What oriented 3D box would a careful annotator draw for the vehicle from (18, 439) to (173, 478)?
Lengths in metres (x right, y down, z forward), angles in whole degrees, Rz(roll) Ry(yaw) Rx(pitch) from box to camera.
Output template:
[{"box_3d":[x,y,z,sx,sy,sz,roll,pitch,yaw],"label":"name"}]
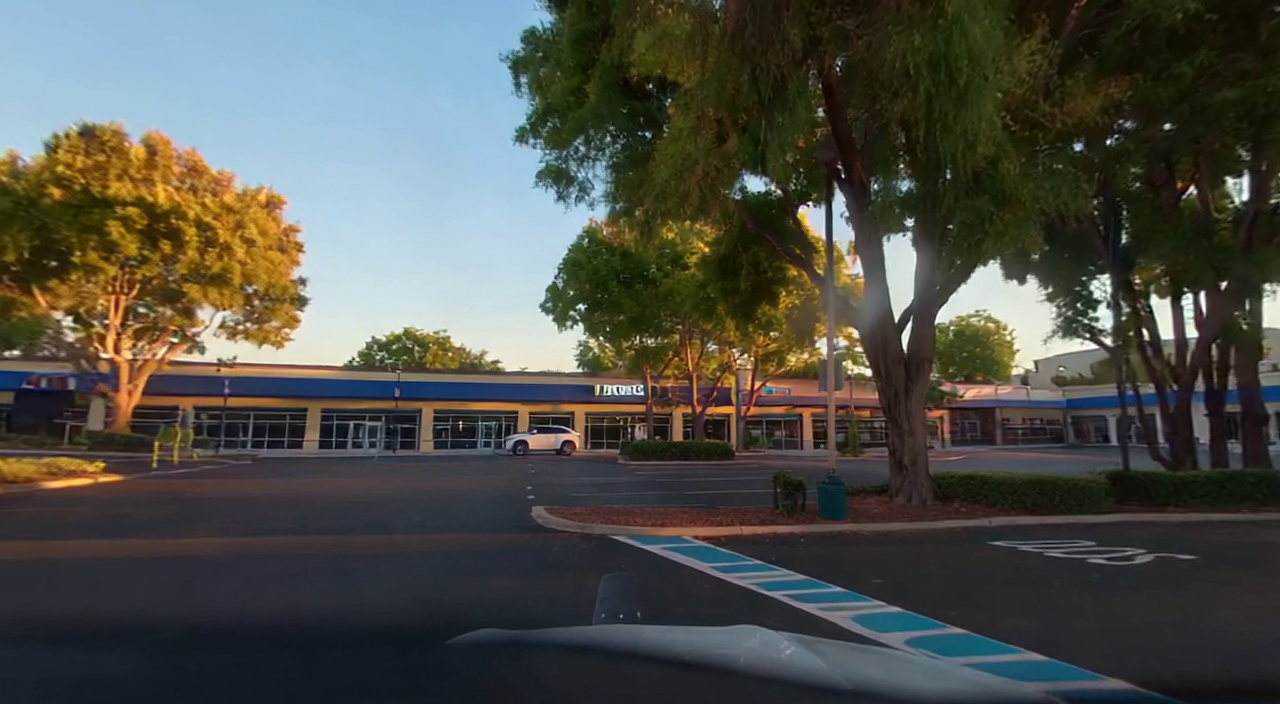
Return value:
[{"box_3d":[-21.354,4.195,24.957,4.240,1.427,1.714,1,-9,-10],"label":"vehicle"}]
